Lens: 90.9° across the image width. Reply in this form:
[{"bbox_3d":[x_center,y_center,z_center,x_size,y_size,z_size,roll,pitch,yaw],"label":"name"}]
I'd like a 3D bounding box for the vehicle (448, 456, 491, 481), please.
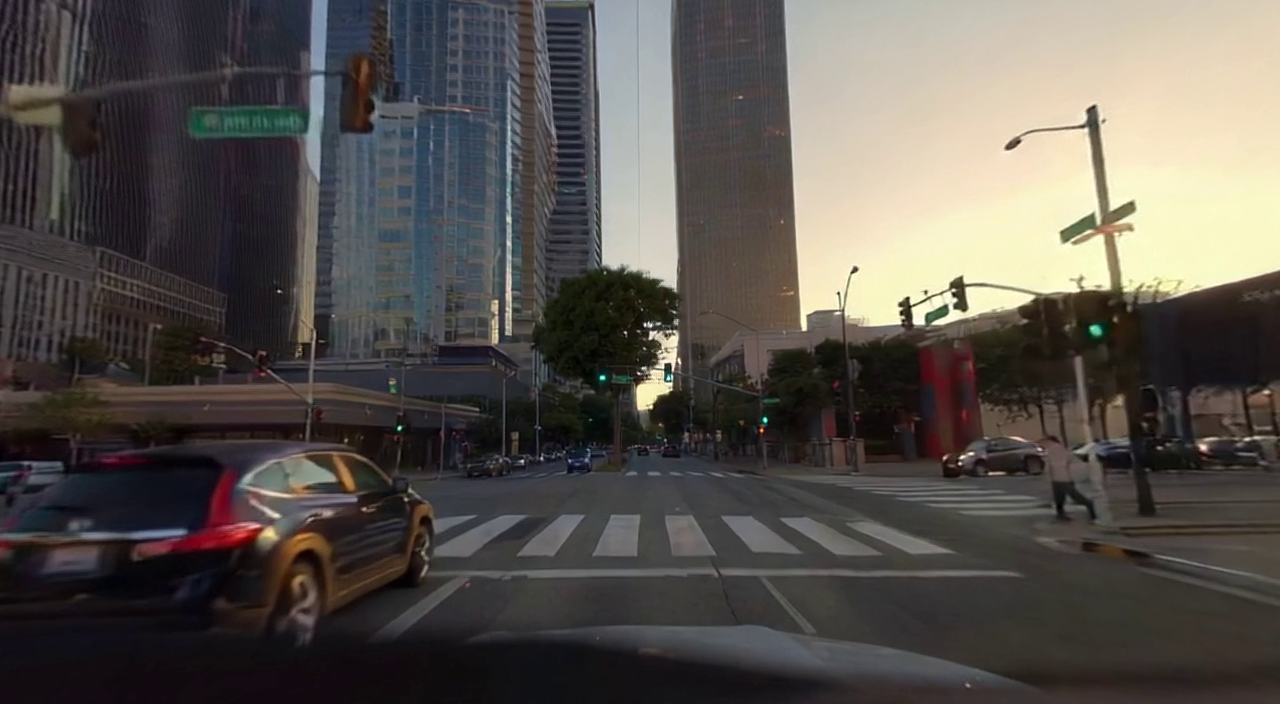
[{"bbox_3d":[-12.610,8.614,46.858,2.118,1.644,4.188,0,-8,-1],"label":"vehicle"}]

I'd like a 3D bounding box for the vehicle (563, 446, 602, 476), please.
[{"bbox_3d":[-3.812,7.314,42.612,2.176,1.804,4.740,-3,-9,0],"label":"vehicle"}]

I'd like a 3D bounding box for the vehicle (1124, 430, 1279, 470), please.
[{"bbox_3d":[22.116,3.851,24.789,4.475,1.482,2.026,0,-8,-1],"label":"vehicle"}]

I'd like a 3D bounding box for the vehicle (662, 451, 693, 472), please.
[{"bbox_3d":[2.738,8.014,46.356,1.919,1.371,3.583,-1,-9,-2],"label":"vehicle"}]

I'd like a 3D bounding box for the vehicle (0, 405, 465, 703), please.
[{"bbox_3d":[-2.963,1.271,4.438,2.014,1.480,4.780,0,-8,1],"label":"vehicle"}]

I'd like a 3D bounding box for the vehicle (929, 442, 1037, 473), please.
[{"bbox_3d":[17.145,5.276,31.673,4.293,1.495,1.935,0,-9,-1],"label":"vehicle"}]

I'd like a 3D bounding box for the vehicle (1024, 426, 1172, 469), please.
[{"bbox_3d":[20.134,4.225,27.890,4.827,1.817,2.190,0,-8,0],"label":"vehicle"}]

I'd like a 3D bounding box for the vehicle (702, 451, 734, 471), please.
[{"bbox_3d":[5.999,8.433,49.007,1.882,1.479,4.652,0,-8,0],"label":"vehicle"}]
